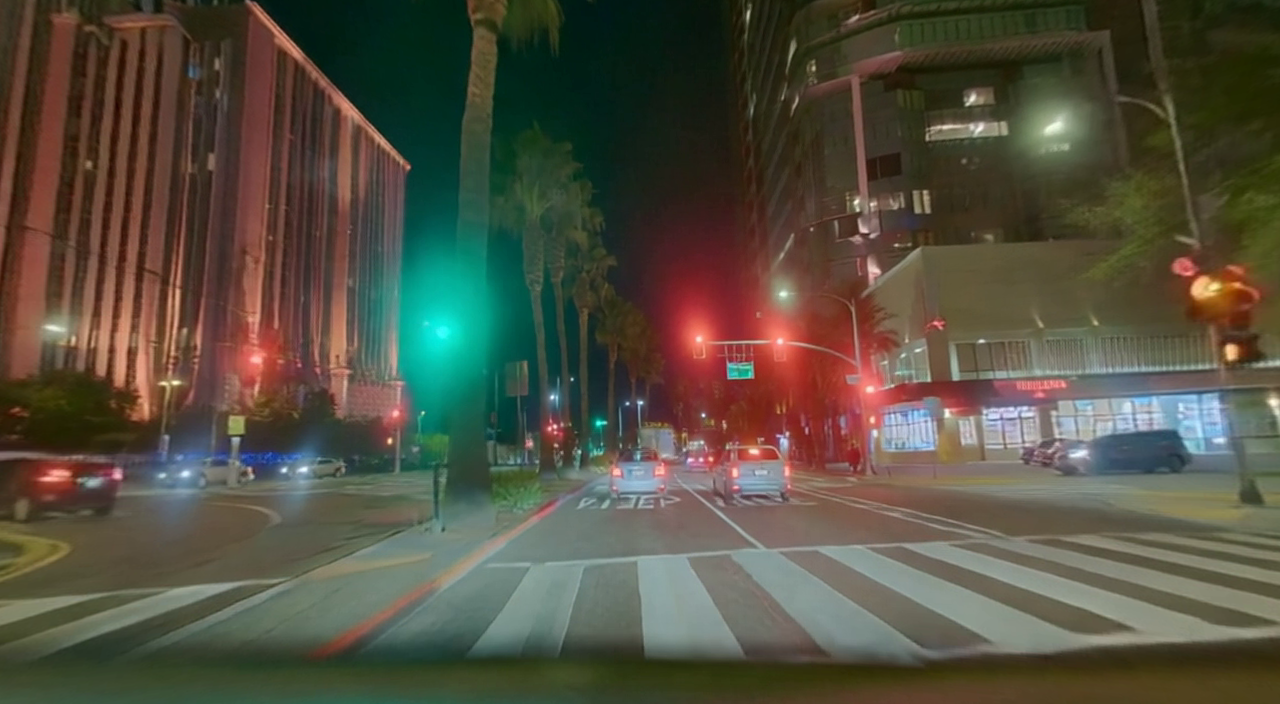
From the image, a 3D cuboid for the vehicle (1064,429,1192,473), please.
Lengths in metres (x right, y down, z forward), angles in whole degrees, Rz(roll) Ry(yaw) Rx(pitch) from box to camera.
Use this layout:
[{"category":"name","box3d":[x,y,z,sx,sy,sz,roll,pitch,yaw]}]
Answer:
[{"category":"vehicle","box3d":[20.384,4.169,26.709,1.959,1.674,4.706,-1,-9,6]}]

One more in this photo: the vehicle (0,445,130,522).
[{"category":"vehicle","box3d":[-14.155,2.825,13.866,4.435,1.501,1.977,-2,-9,8]}]

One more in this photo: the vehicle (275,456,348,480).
[{"category":"vehicle","box3d":[-22.213,7.867,42.960,1.809,1.472,4.601,-2,-9,13]}]

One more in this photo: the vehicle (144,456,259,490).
[{"category":"vehicle","box3d":[-21.675,5.982,31.497,1.844,1.478,4.618,-2,-9,12]}]

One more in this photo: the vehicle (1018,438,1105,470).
[{"category":"vehicle","box3d":[21.427,5.207,32.354,1.852,1.455,4.673,-2,-9,9]}]

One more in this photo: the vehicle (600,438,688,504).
[{"category":"vehicle","box3d":[0.128,3.053,16.539,2.048,1.503,3.681,0,-9,1]}]

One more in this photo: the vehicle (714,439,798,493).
[{"category":"vehicle","box3d":[3.462,3.474,19.512,1.909,1.500,3.524,0,-9,0]}]
